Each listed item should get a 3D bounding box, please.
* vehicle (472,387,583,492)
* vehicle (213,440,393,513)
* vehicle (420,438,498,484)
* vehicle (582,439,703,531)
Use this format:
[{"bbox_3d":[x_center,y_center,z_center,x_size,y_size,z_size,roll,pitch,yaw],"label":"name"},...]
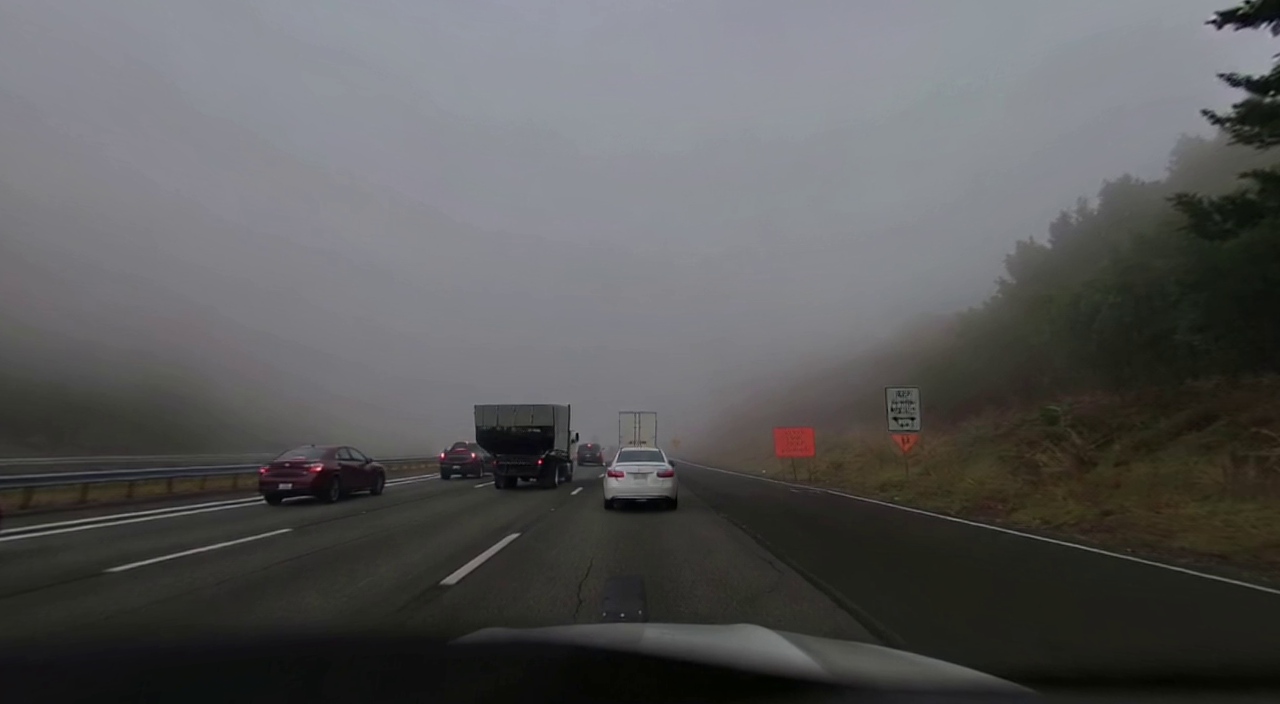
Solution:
[{"bbox_3d":[-3.931,3.381,23.992,2.812,3.342,7.248,-1,-9,1],"label":"vehicle"},{"bbox_3d":[-8.037,2.994,15.690,1.879,1.521,4.623,-1,-9,1],"label":"vehicle"},{"bbox_3d":[-7.558,4.575,26.787,1.952,1.746,4.332,-1,-9,1],"label":"vehicle"},{"bbox_3d":[0.010,2.472,12.229,1.995,1.495,3.380,0,-9,-1],"label":"vehicle"}]
